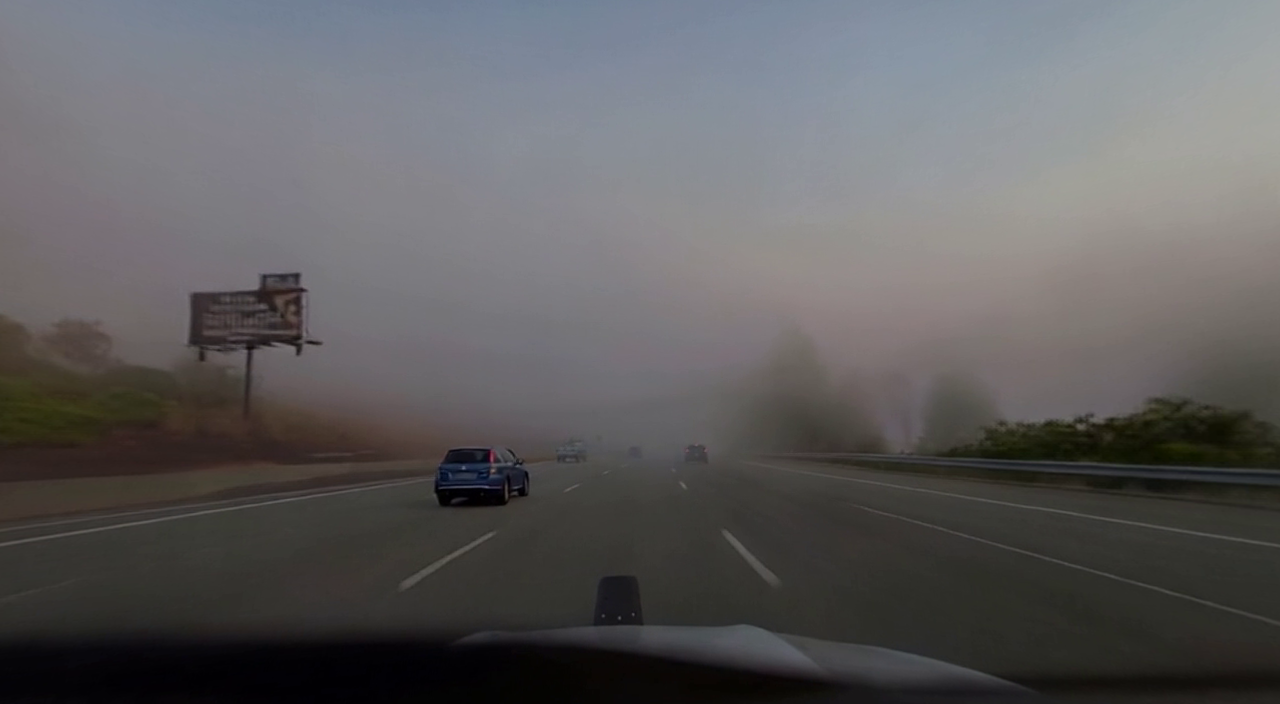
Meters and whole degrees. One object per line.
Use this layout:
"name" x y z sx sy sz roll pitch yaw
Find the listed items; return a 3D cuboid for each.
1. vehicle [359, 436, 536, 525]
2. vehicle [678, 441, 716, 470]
"vehicle" -3.635 2.530 12.994 2.192 1.482 4.454 0 -9 1
"vehicle" 3.749 6.889 42.351 2.211 1.814 4.404 0 -9 2
